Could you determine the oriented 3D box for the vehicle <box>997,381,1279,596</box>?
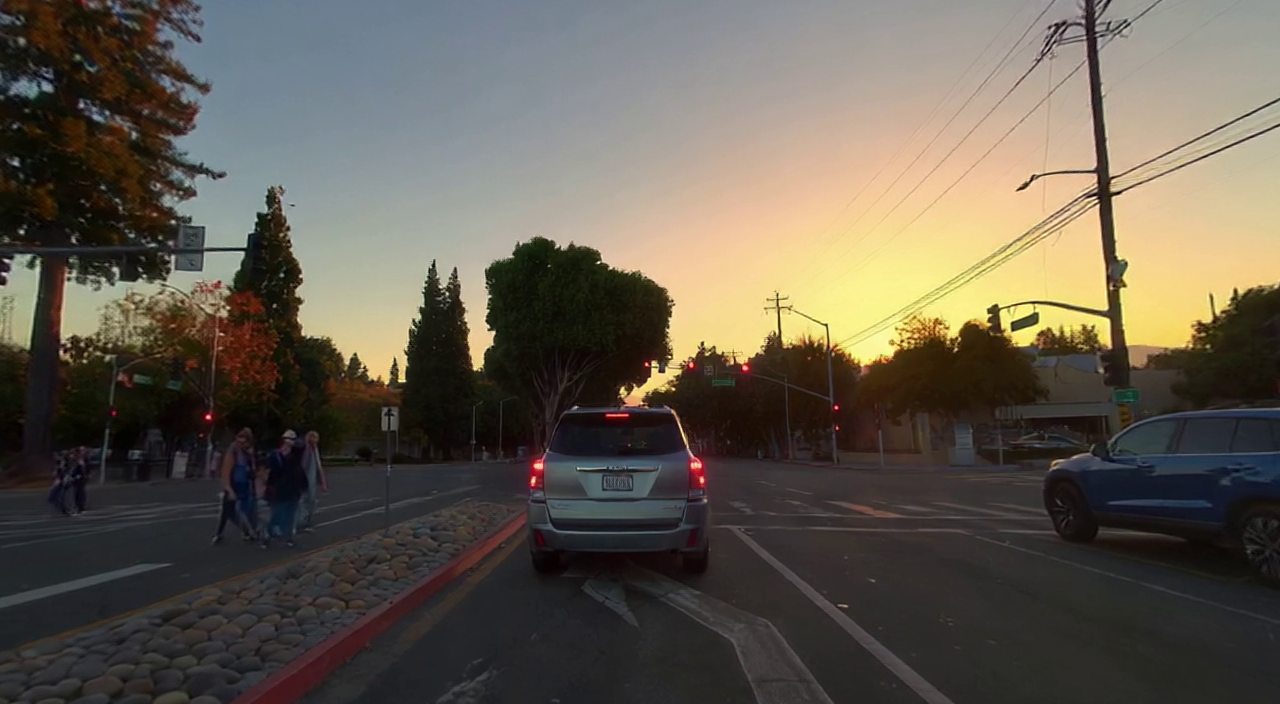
[{"bbox_3d":[6.572,1.441,7.242,2.119,1.827,4.806,0,-9,0],"label":"vehicle"}]

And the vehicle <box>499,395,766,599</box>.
[{"bbox_3d":[-0.102,1.561,7.634,2.285,1.729,4.252,0,-9,-1],"label":"vehicle"}]
